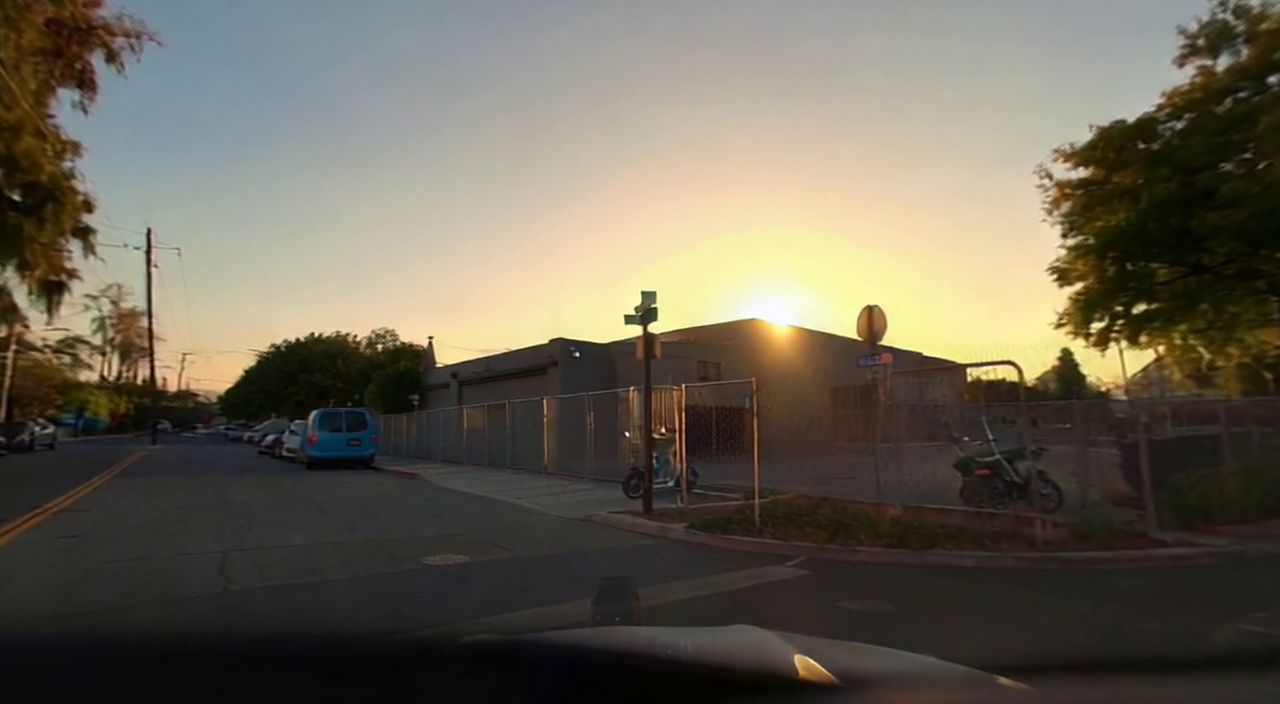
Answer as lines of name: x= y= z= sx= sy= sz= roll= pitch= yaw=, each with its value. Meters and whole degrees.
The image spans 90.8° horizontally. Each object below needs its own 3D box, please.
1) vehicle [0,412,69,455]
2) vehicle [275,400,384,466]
vehicle: x=-30.393 y=4.059 z=31.079 sx=2.504 sy=1.919 sz=5.658 roll=6 pitch=-10 yaw=-34
vehicle: x=-11.245 y=2.949 z=22.622 sx=2.327 sy=2.021 sz=5.850 roll=6 pitch=-10 yaw=-36
